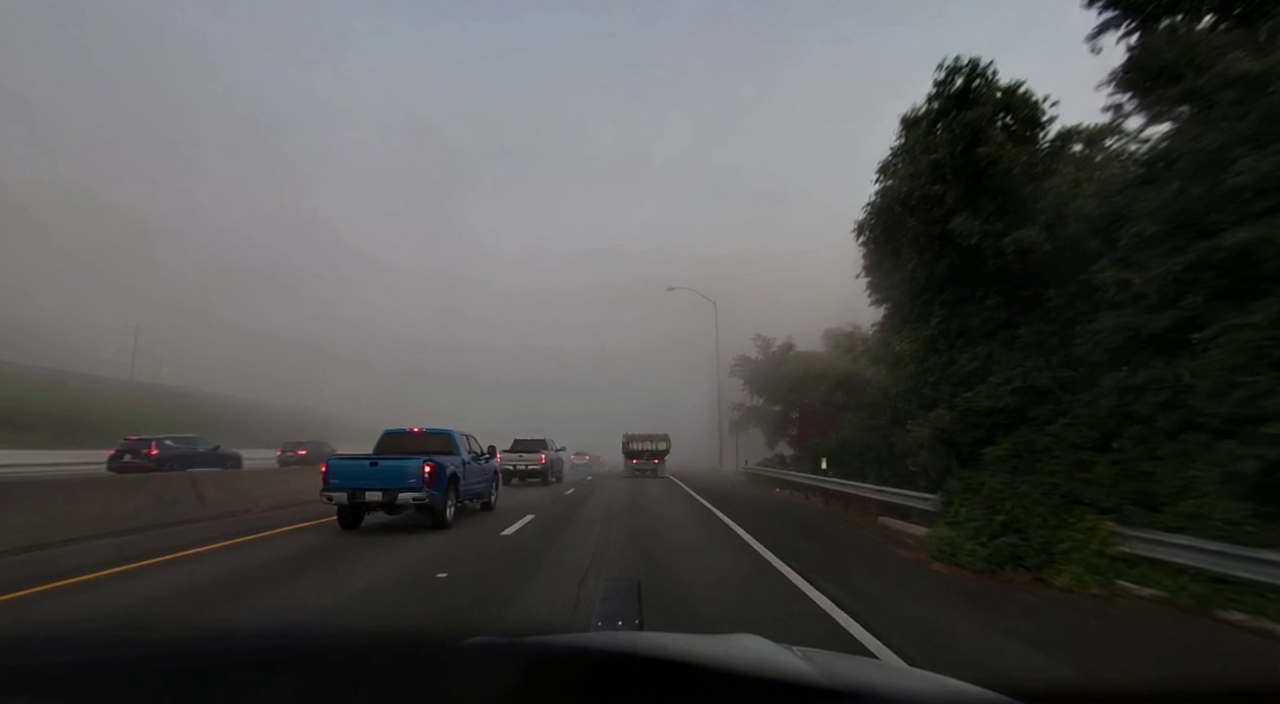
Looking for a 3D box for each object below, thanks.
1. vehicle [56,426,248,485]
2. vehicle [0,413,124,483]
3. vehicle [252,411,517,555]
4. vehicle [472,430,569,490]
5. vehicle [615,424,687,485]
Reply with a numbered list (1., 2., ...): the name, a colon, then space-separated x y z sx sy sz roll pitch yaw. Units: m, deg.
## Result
1. vehicle: -13.648 2.929 18.060 1.828 1.482 4.204 -1 -9 6
2. vehicle: -16.702 2.516 16.542 2.030 1.688 4.755 -1 -9 7
3. vehicle: -3.797 2.073 10.746 2.303 1.835 5.044 0 -9 1
4. vehicle: -4.331 4.042 24.018 2.575 1.958 5.730 0 -9 0
5. vehicle: 0.380 4.744 29.563 2.886 2.471 7.692 0 -9 -1
